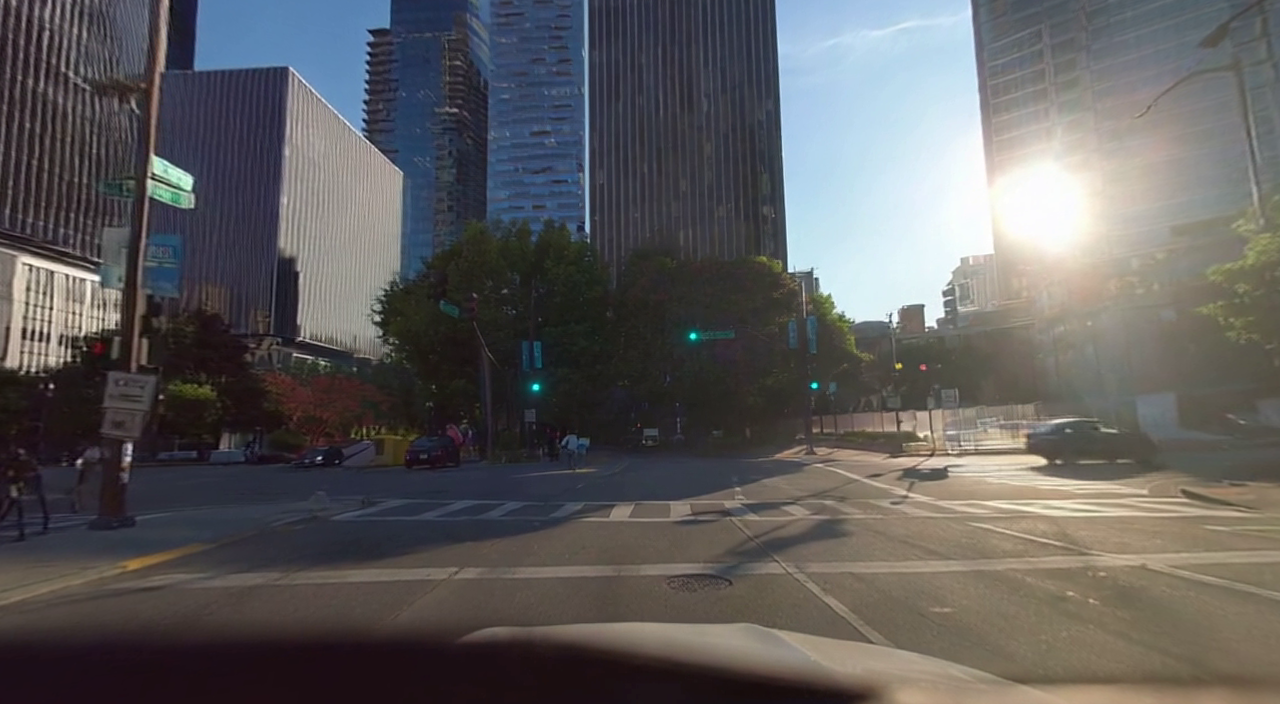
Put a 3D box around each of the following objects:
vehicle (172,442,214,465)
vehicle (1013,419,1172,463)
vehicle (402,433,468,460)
[{"bbox_3d":[-35.060,7.944,49.650,2.084,1.750,4.426,4,-9,-28],"label":"vehicle"},{"bbox_3d":[16.158,3.199,22.681,4.482,1.492,1.805,1,-9,-7],"label":"vehicle"},{"bbox_3d":[-12.389,5.770,38.567,1.964,1.476,4.593,-2,-9,8],"label":"vehicle"}]
